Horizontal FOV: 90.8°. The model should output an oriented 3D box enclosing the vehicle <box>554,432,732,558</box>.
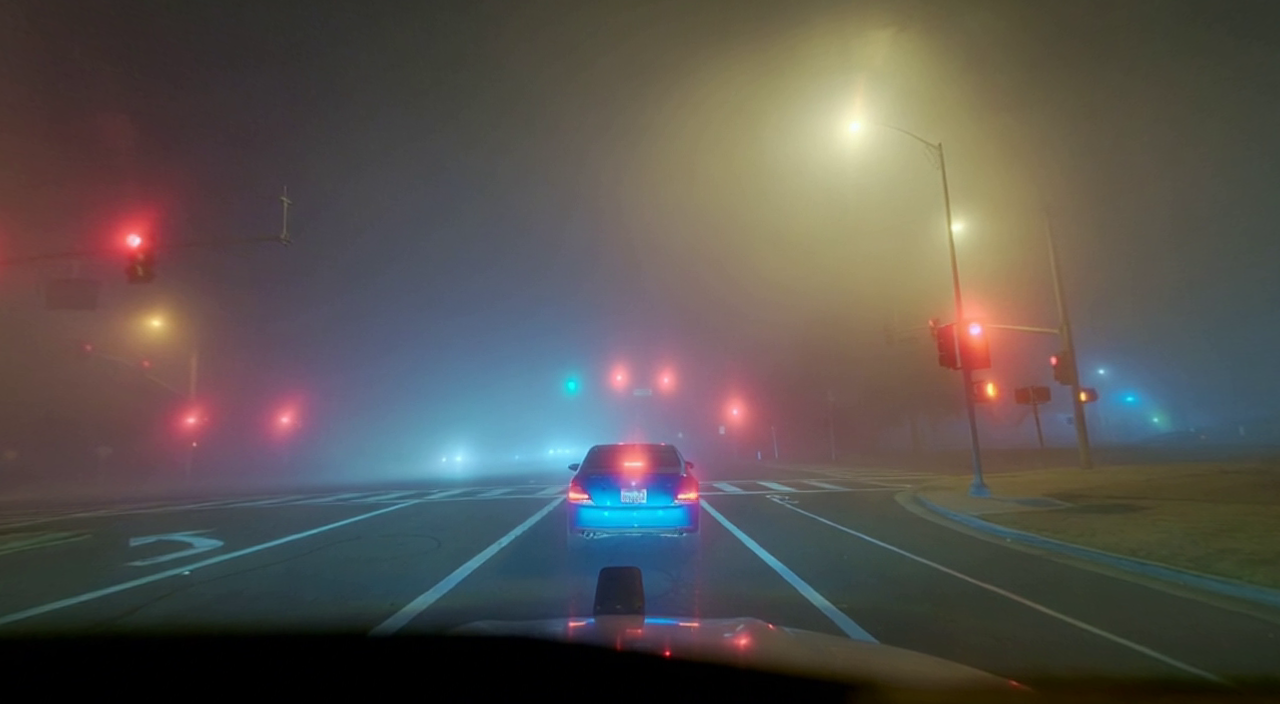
[{"bbox_3d":[0.002,1.996,9.520,2.107,1.470,3.974,0,-9,-1],"label":"vehicle"}]
